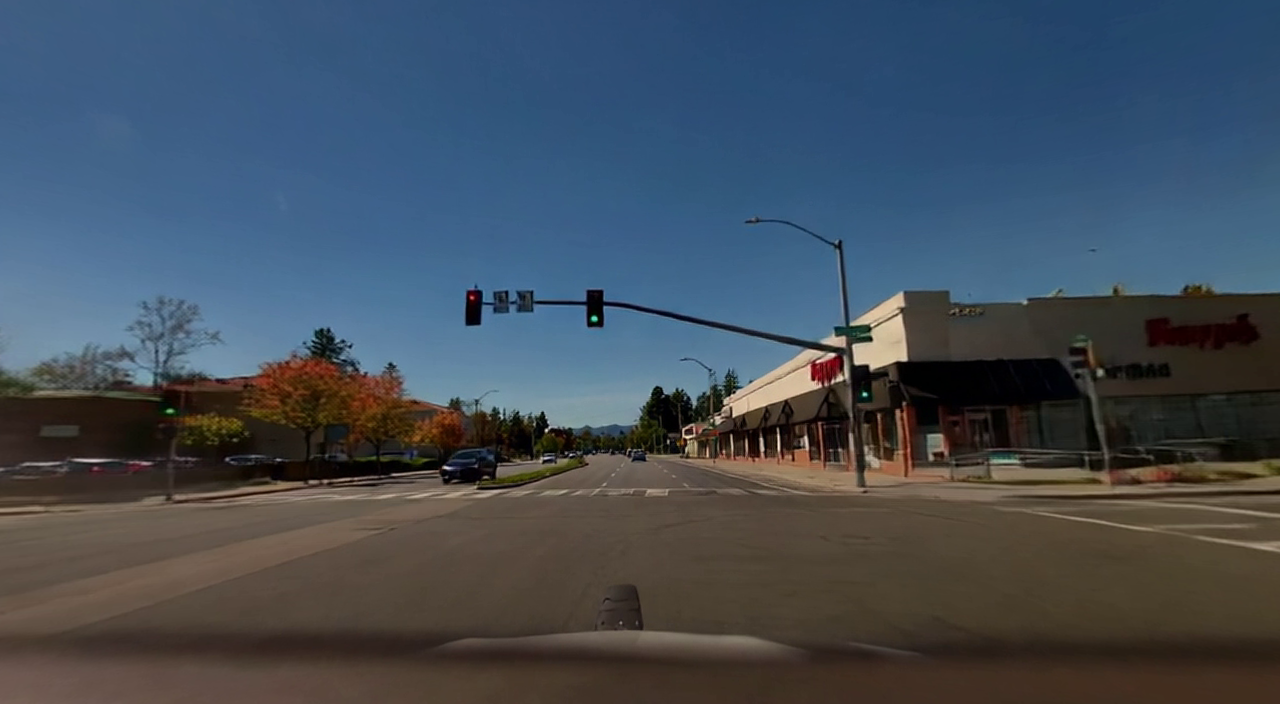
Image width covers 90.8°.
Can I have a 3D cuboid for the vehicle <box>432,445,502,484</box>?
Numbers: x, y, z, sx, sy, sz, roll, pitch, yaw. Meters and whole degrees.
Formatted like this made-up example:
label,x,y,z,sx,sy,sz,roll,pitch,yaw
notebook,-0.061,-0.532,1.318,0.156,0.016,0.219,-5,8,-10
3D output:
label,x,y,z,sx,sy,sz,roll,pitch,yaw
vehicle,-7.754,5.126,28.708,2.011,1.490,4.472,-3,-10,-1
